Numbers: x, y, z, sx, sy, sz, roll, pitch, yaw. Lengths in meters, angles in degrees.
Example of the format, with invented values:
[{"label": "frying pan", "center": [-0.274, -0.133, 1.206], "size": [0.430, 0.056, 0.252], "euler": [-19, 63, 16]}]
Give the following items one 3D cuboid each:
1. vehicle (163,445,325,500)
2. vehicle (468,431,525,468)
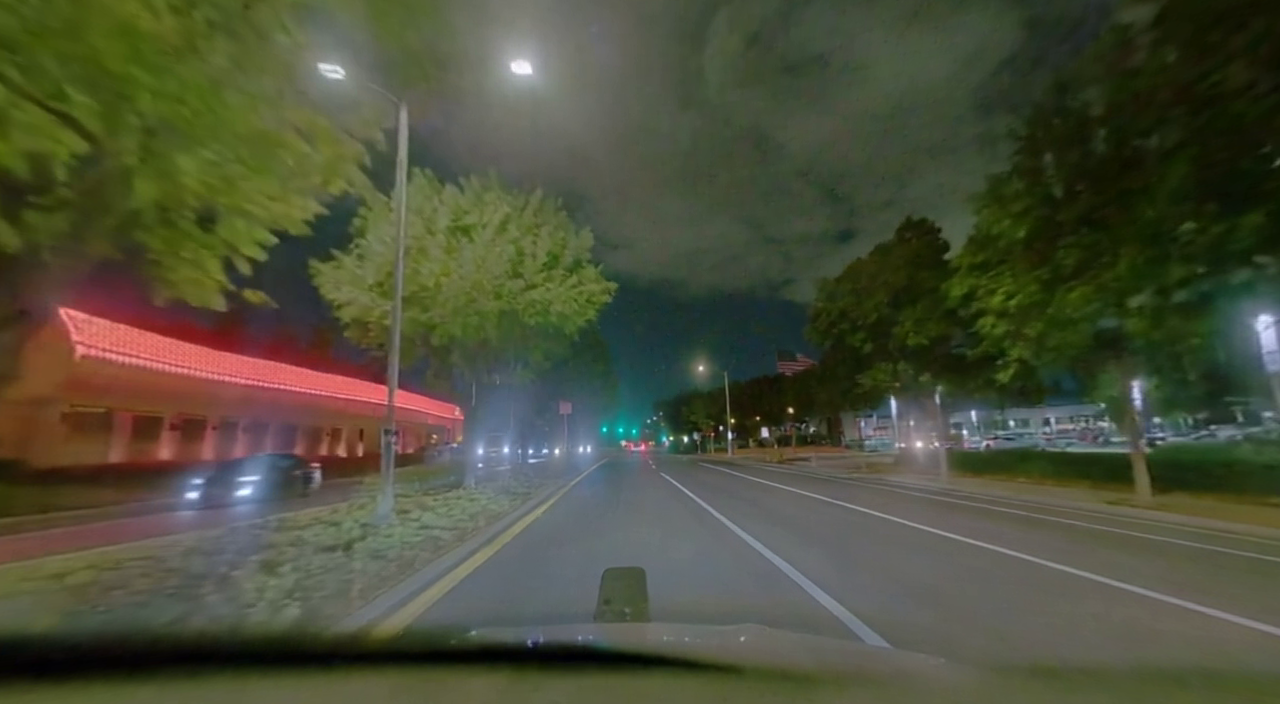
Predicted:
[{"label": "vehicle", "center": [-11.643, 3.527, 18.990], "size": [1.874, 1.407, 4.606], "euler": [0, -8, 0]}, {"label": "vehicle", "center": [-8.439, 5.793, 37.545], "size": [2.171, 1.975, 5.168], "euler": [0, -8, 0]}]
